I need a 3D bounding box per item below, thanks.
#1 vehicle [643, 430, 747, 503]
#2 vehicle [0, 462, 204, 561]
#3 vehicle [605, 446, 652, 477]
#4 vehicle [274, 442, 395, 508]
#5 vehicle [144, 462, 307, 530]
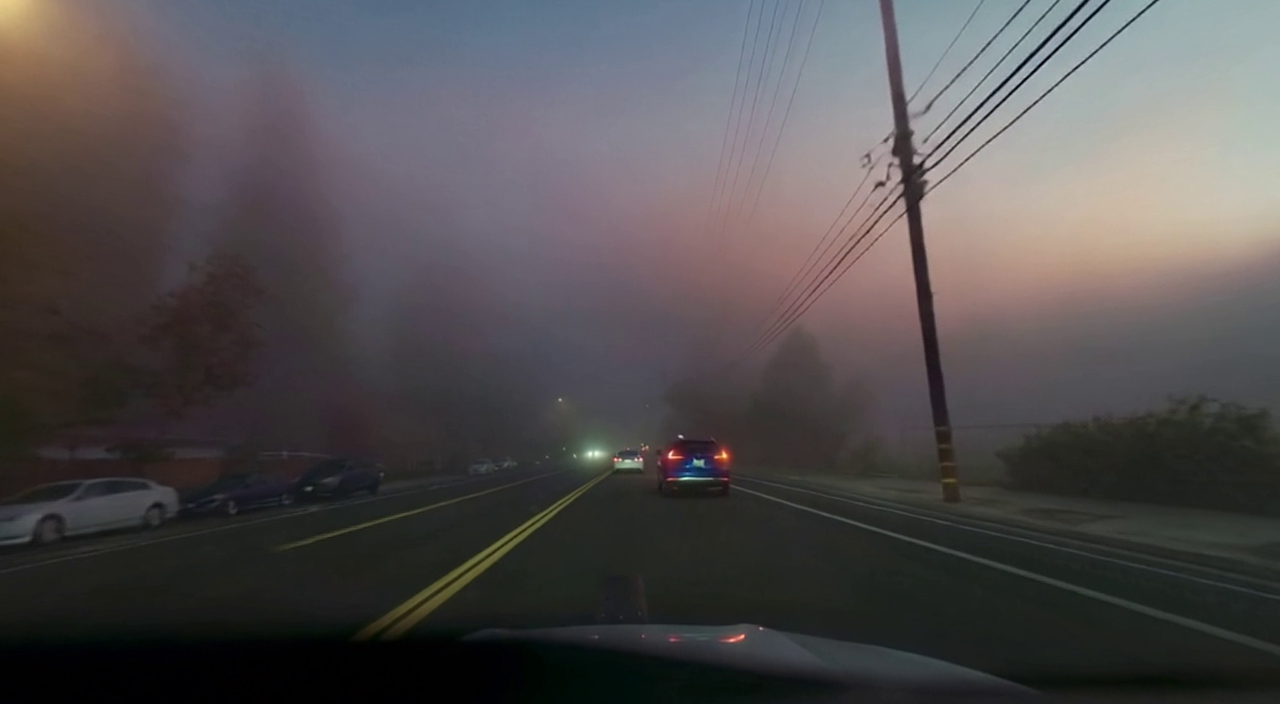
[{"bbox_3d":[1.344,3.129,17.725,2.200,1.763,4.676,0,-9,-4],"label":"vehicle"},{"bbox_3d":[-12.172,3.429,13.917,2.044,1.534,4.554,-7,-8,-3],"label":"vehicle"},{"bbox_3d":[-0.578,5.456,31.777,2.196,1.449,4.006,0,-8,-1],"label":"vehicle"},{"bbox_3d":[-12.299,4.920,25.932,2.504,2.031,5.237,-8,-7,-4],"label":"vehicle"},{"bbox_3d":[-12.219,4.222,19.087,1.897,1.498,4.628,-4,-8,0],"label":"vehicle"}]
